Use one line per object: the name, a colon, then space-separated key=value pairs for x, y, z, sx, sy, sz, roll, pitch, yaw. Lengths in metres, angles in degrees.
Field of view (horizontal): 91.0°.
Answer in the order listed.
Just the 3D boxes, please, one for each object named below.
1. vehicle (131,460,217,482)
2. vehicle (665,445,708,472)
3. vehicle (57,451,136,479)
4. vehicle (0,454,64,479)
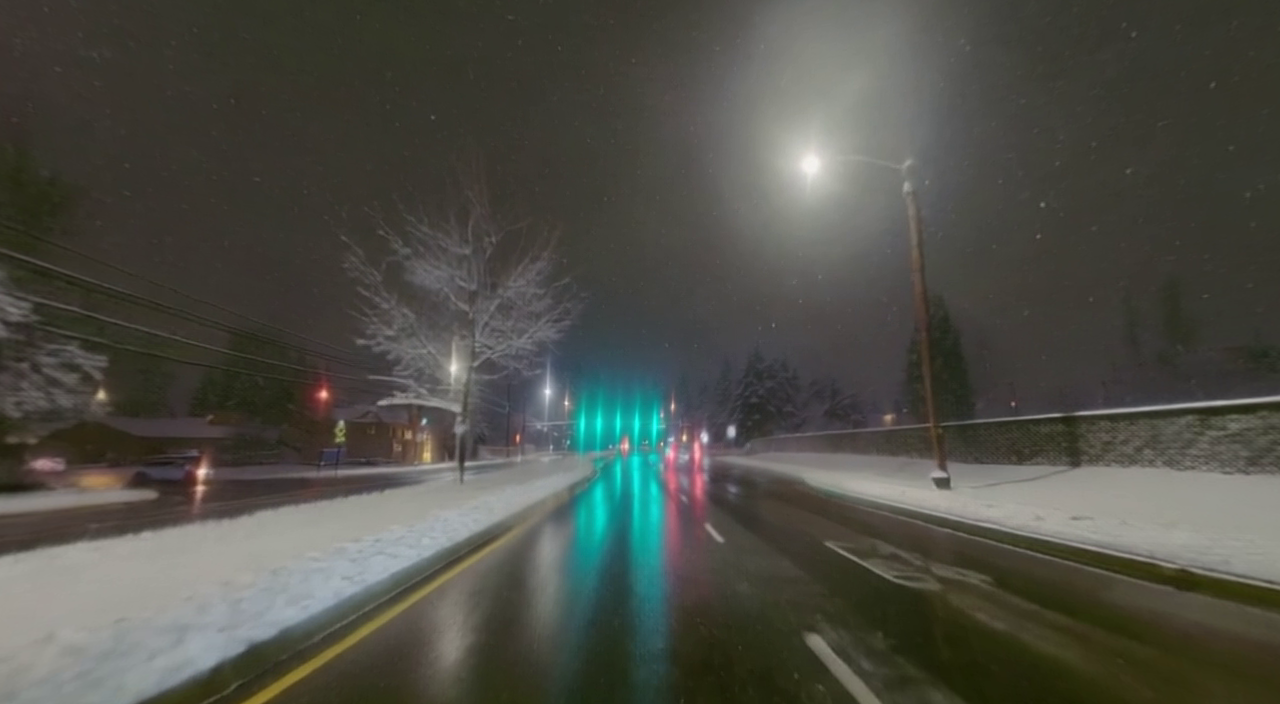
vehicle: x=-32.301 y=8.256 z=43.681 sx=4.384 sy=1.463 sz=1.969 roll=0 pitch=-9 yaw=0
vehicle: x=2.633 y=6.176 z=36.720 sx=2.105 sy=1.490 sz=4.008 roll=0 pitch=-9 yaw=-1
vehicle: x=-42.738 y=8.861 z=49.630 sx=2.040 sy=1.792 sz=4.780 roll=-4 pitch=-8 yaw=-1
vehicle: x=-47.945 y=8.858 z=49.057 sx=1.903 sy=1.810 sz=4.111 roll=-1 pitch=-9 yaw=6
